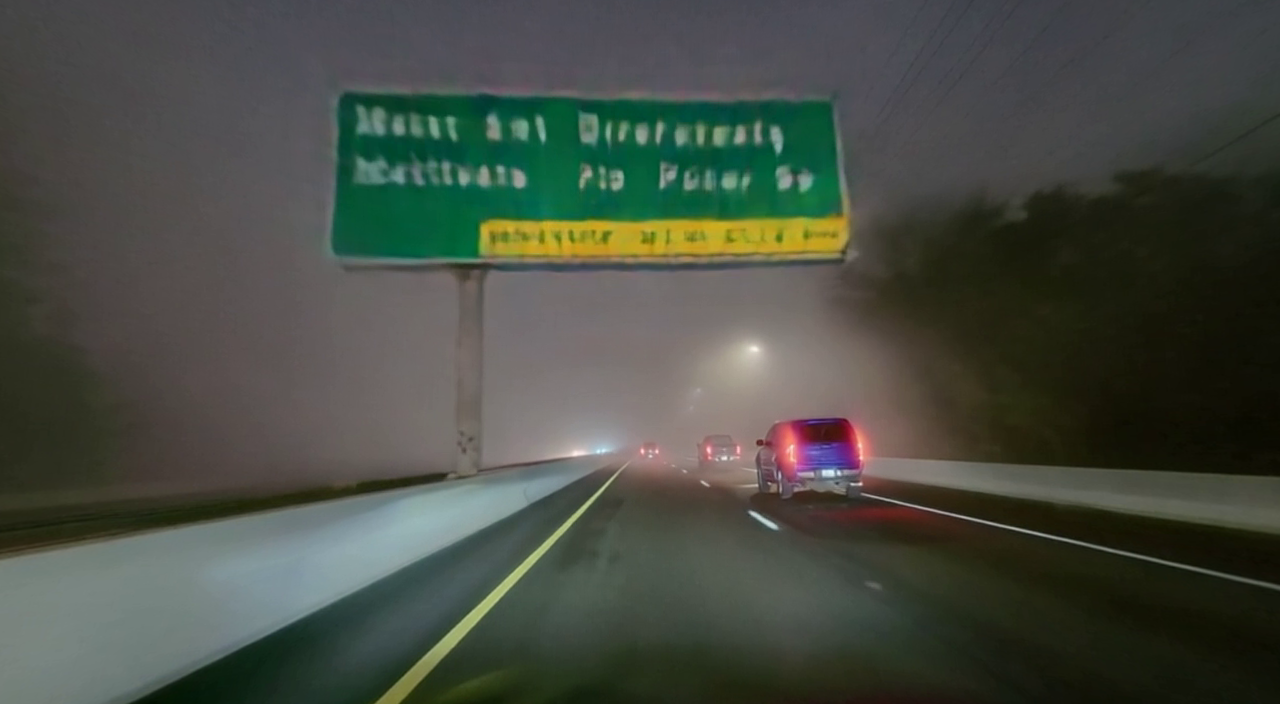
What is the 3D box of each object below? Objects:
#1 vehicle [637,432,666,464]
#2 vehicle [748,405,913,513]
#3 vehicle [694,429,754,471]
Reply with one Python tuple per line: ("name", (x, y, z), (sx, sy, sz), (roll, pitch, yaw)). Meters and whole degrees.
("vehicle", (0.803, 7.333, 48.065), (2.099, 2.260, 4.899), (0, -8, 0))
("vehicle", (4.117, 2.438, 14.758), (2.145, 2.069, 5.057), (0, -8, -1))
("vehicle", (4.567, 5.460, 35.253), (2.594, 2.155, 5.670), (0, -8, 0))
